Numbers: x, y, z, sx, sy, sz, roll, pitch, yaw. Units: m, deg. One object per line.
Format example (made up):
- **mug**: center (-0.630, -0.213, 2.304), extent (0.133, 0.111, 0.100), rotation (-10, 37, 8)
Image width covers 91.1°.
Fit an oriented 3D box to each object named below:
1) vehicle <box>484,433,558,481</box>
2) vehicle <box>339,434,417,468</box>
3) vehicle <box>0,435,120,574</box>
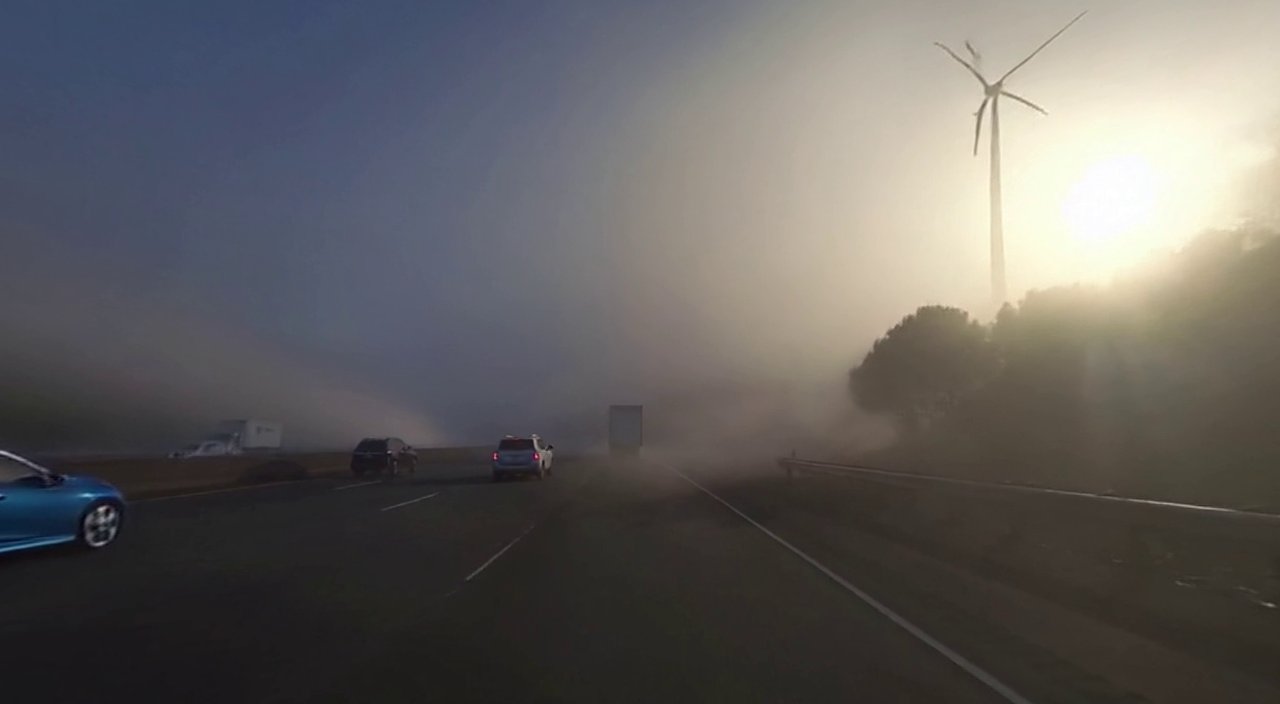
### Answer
- **vehicle**: center (-4.458, 3.994, 24.170), extent (2.109, 1.684, 3.783), rotation (0, -8, 0)
- **vehicle**: center (-15.162, 5.756, 36.760), extent (2.285, 1.835, 5.672), rotation (0, -8, -2)
- **vehicle**: center (-8.086, 1.539, 5.999), extent (2.271, 1.488, 4.597), rotation (0, -8, 0)
